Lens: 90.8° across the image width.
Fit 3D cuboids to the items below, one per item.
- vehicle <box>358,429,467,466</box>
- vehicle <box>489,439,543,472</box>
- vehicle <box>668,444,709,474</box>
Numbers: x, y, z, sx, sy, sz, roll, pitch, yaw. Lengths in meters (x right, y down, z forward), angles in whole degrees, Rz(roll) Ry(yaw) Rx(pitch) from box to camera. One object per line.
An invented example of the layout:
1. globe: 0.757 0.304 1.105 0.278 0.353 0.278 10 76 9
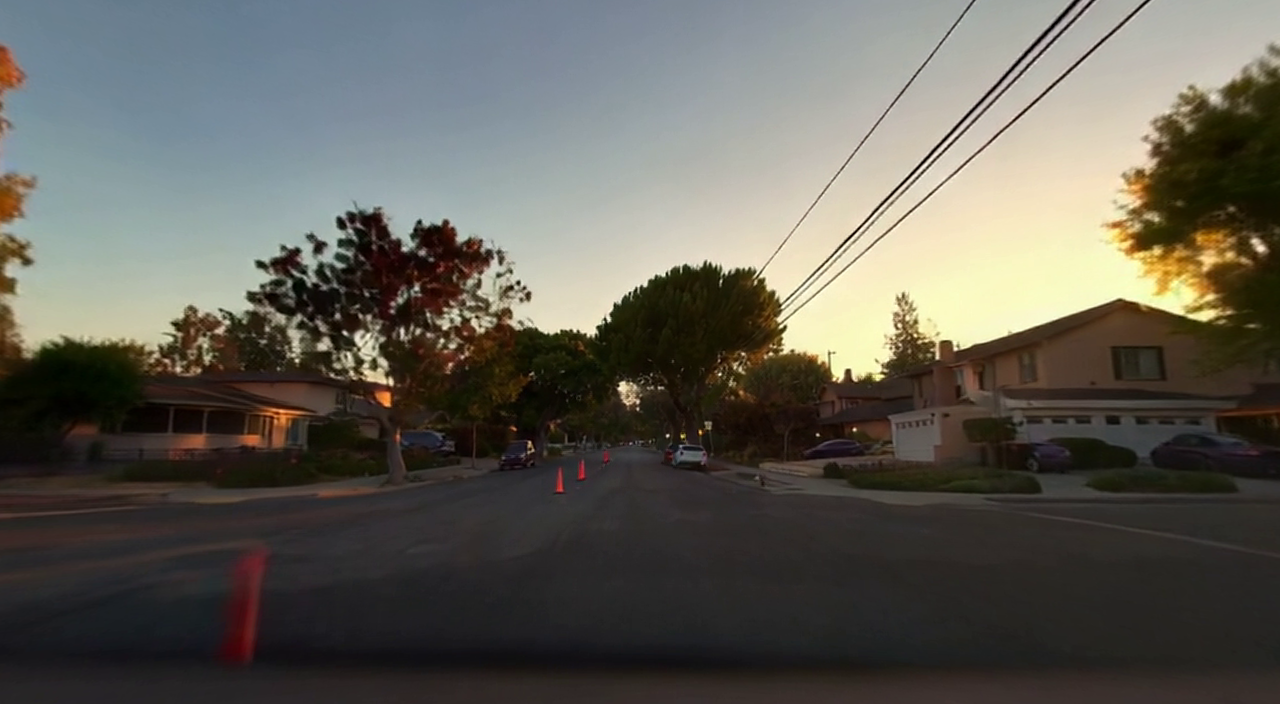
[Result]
1. vehicle: -15.689 6.613 43.881 6.526 2.046 2.522 4 -8 -2
2. vehicle: -7.580 6.370 39.074 2.266 1.877 5.167 0 -9 0
3. vehicle: 2.749 6.135 36.617 1.896 1.602 4.571 0 -8 -1
